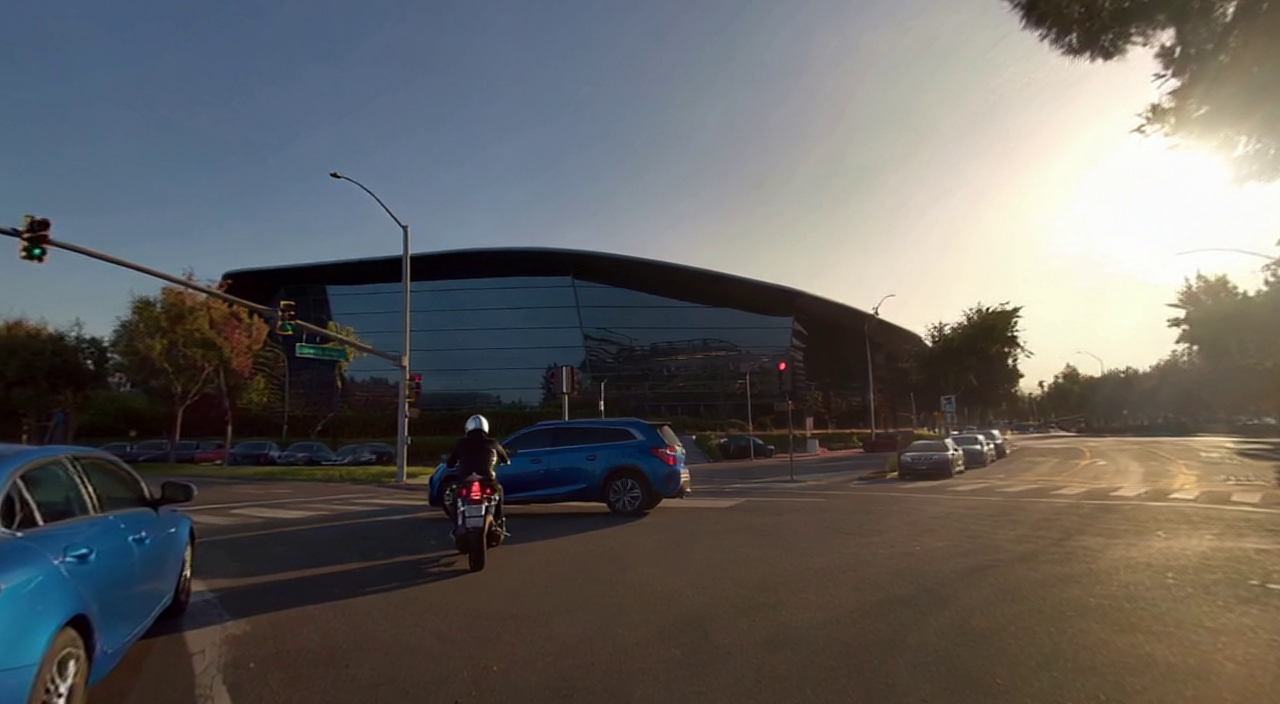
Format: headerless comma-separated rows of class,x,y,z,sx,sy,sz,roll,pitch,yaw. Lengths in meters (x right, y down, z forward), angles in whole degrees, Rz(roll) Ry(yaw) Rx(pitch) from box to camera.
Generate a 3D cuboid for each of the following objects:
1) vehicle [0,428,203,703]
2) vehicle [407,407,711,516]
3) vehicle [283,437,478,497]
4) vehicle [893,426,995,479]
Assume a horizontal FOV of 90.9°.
vehicle,-4.504,1.314,4.432,2.009,1.450,4.182,6,-10,-37
vehicle,-1.683,2.238,13.346,5.833,1.960,2.341,2,-9,-15
vehicle,-6.841,3.063,16.925,4.401,1.480,1.864,-1,-8,4
vehicle,10.919,3.531,22.486,2.084,1.656,4.583,-7,-11,40
